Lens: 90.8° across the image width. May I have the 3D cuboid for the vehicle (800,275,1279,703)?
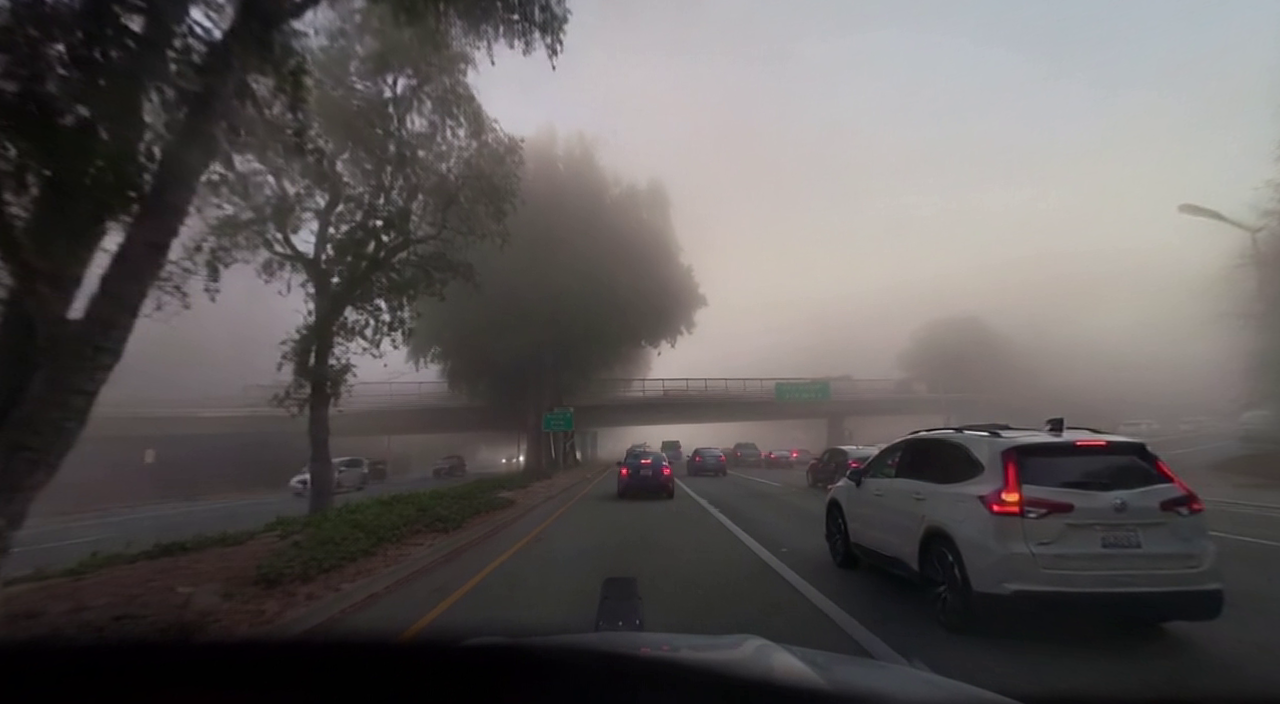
[{"bbox_3d":[3.456,1.134,5.263,2.719,2.033,5.876,0,-9,0],"label":"vehicle"}]

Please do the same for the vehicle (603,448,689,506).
[{"bbox_3d":[0.131,3.274,16.969,2.027,1.341,3.775,0,-8,0],"label":"vehicle"}]

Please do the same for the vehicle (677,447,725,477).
[{"bbox_3d":[3.109,5.733,33.107,1.962,1.431,4.205,0,-8,-1],"label":"vehicle"}]

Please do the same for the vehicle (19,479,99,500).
[{"bbox_3d":[-45.738,10.802,49.791,4.468,1.486,1.893,0,-9,1],"label":"vehicle"}]

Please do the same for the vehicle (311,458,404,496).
[{"bbox_3d":[-12.191,5.403,27.636,1.927,1.439,4.537,0,-8,1],"label":"vehicle"}]

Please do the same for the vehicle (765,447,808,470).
[{"bbox_3d":[9.847,7.193,42.678,1.839,1.453,3.992,0,-8,-1],"label":"vehicle"}]
